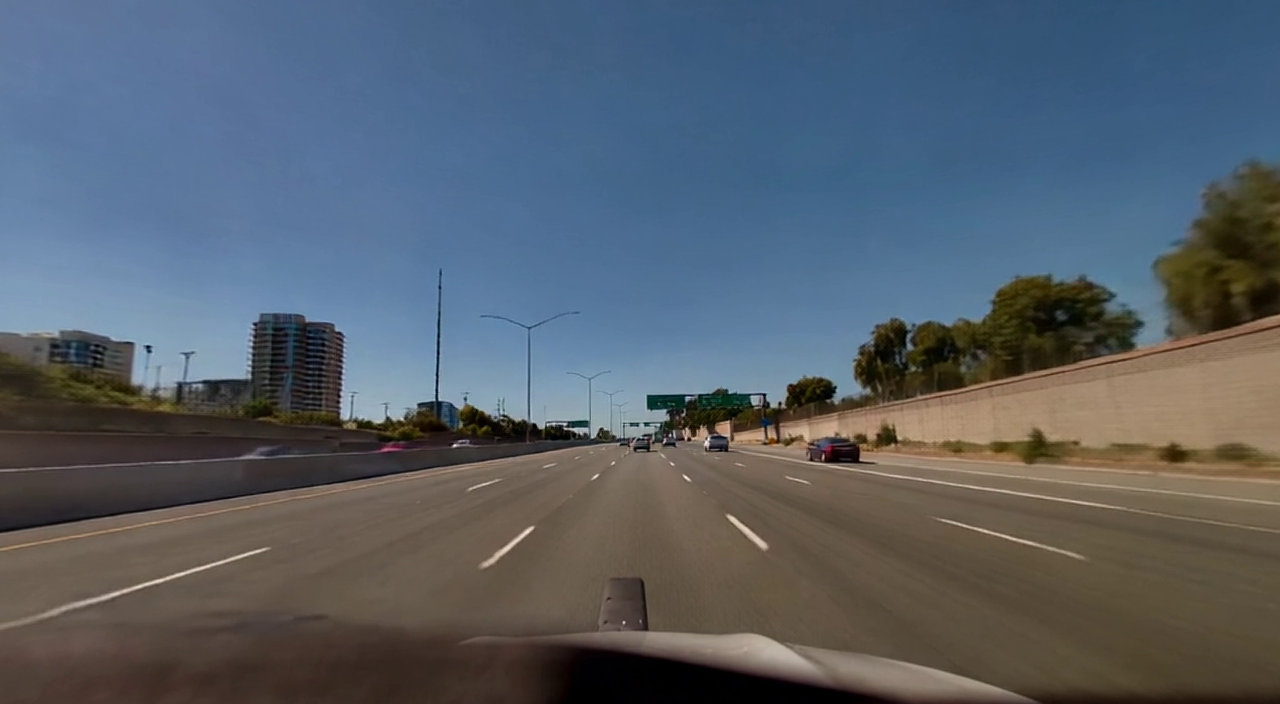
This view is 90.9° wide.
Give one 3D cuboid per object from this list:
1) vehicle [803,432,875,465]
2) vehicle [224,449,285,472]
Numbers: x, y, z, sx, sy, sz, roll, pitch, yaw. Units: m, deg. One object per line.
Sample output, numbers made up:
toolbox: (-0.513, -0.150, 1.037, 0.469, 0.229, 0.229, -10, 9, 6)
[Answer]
vehicle: (9.859, 4.831, 31.638, 2.000, 1.514, 4.585, 0, -8, -1)
vehicle: (-27.344, 7.669, 44.901, 1.860, 1.504, 3.903, 0, -8, 0)
